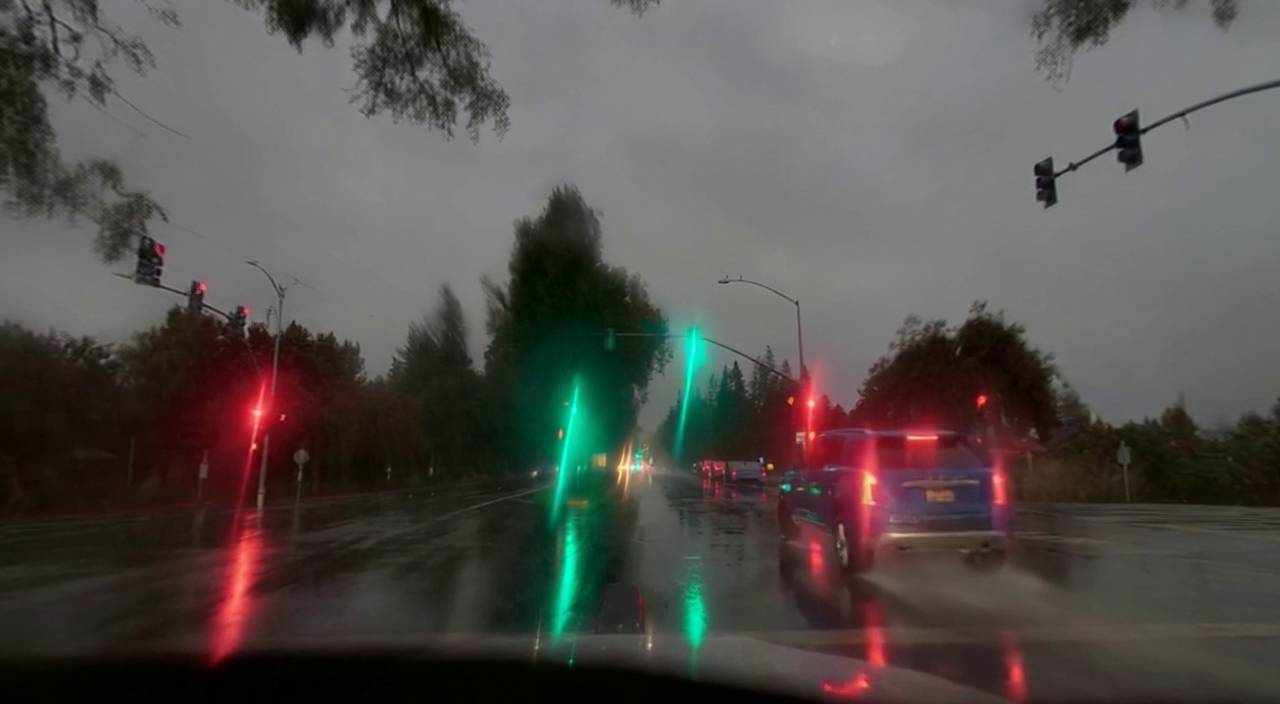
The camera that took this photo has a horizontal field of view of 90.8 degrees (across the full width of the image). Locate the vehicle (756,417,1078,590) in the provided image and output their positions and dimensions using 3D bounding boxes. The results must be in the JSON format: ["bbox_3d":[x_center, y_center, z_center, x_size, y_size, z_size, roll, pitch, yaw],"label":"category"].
[{"bbox_3d":[3.141,1.829,8.597,2.140,1.655,4.786,0,-8,-1],"label":"vehicle"}]
